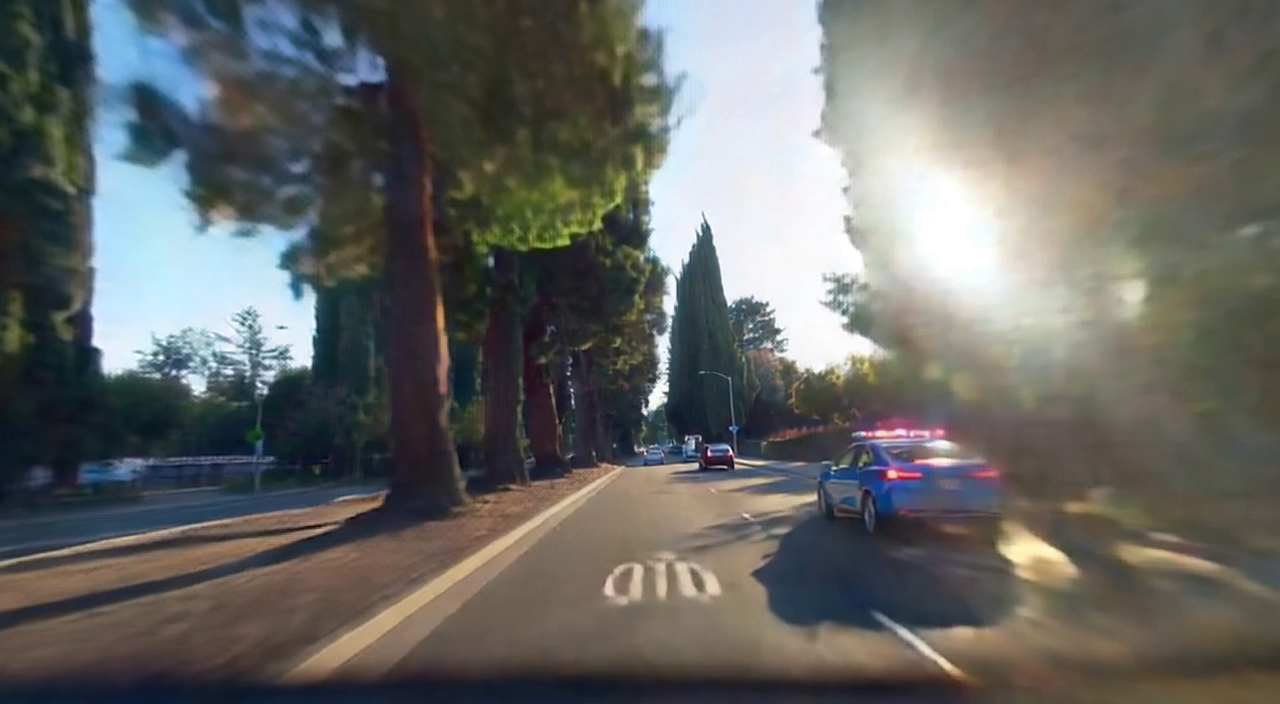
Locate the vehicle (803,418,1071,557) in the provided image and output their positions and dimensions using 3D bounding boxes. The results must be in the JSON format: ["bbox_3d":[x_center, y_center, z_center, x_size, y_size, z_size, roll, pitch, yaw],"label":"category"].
[{"bbox_3d":[4.079,1.919,9.629,2.052,1.639,4.123,0,-8,0],"label":"vehicle"}]

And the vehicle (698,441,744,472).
[{"bbox_3d":[4.561,5.951,36.211,2.110,1.666,3.912,0,-8,0],"label":"vehicle"}]

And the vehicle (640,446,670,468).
[{"bbox_3d":[1.043,7.420,44.933,2.026,1.466,4.282,0,-8,0],"label":"vehicle"}]
